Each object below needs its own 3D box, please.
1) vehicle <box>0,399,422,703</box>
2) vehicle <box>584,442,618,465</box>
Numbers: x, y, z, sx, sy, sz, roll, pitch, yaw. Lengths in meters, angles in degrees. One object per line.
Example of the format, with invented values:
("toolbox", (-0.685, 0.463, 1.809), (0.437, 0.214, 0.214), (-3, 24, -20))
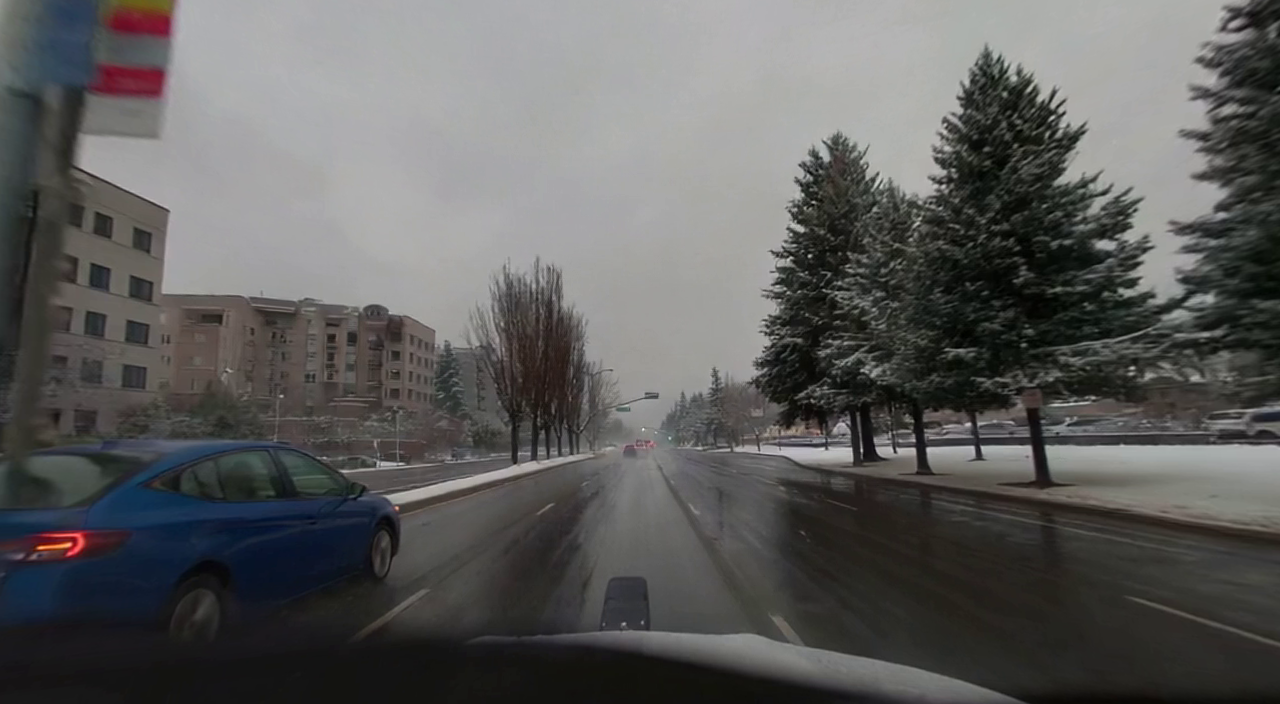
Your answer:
("vehicle", (-3.398, 1.309, 4.500), (2.009, 1.489, 4.543), (-4, -8, 1))
("vehicle", (-2.899, 7.738, 48.151), (2.197, 1.486, 4.654), (-4, -8, 0))
